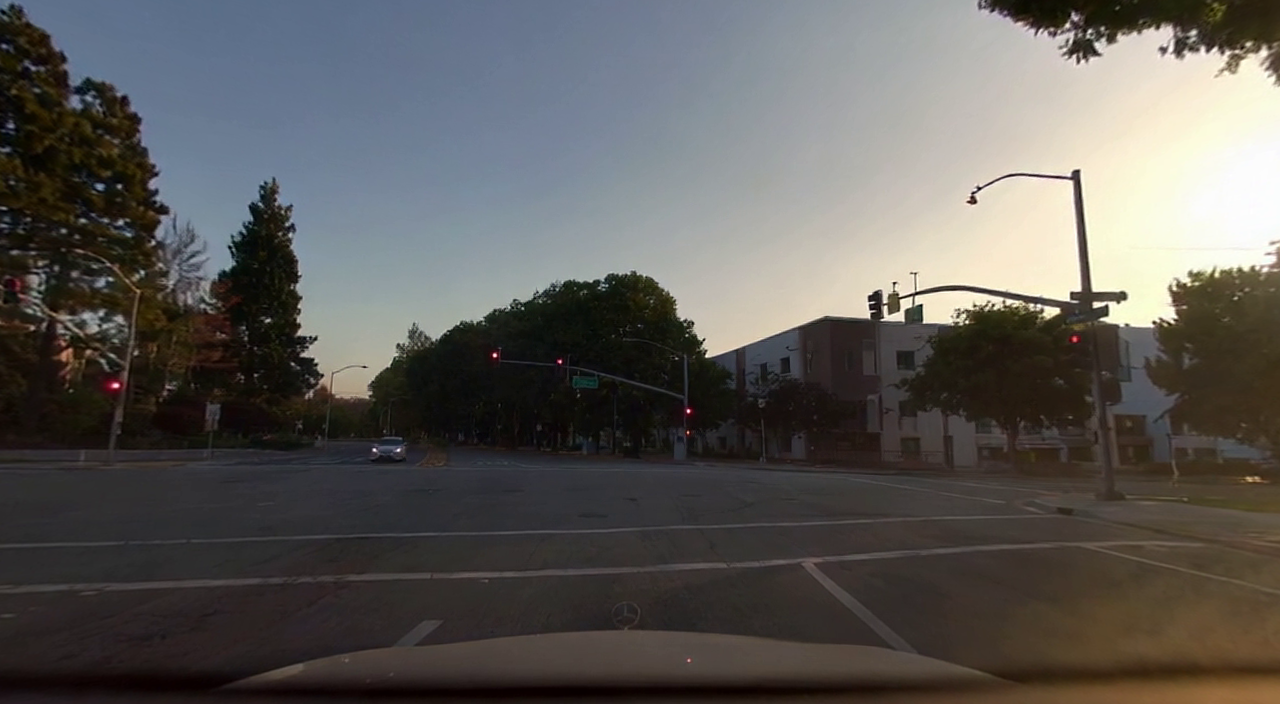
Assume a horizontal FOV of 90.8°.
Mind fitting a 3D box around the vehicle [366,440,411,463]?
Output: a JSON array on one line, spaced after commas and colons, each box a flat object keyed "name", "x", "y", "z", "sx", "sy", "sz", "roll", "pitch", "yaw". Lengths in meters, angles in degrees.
[{"name": "vehicle", "x": -17.133, "y": 6.808, "z": 43.201, "sx": 1.969, "sy": 1.464, "sz": 4.485, "roll": 1, "pitch": -9, "yaw": -10}]
